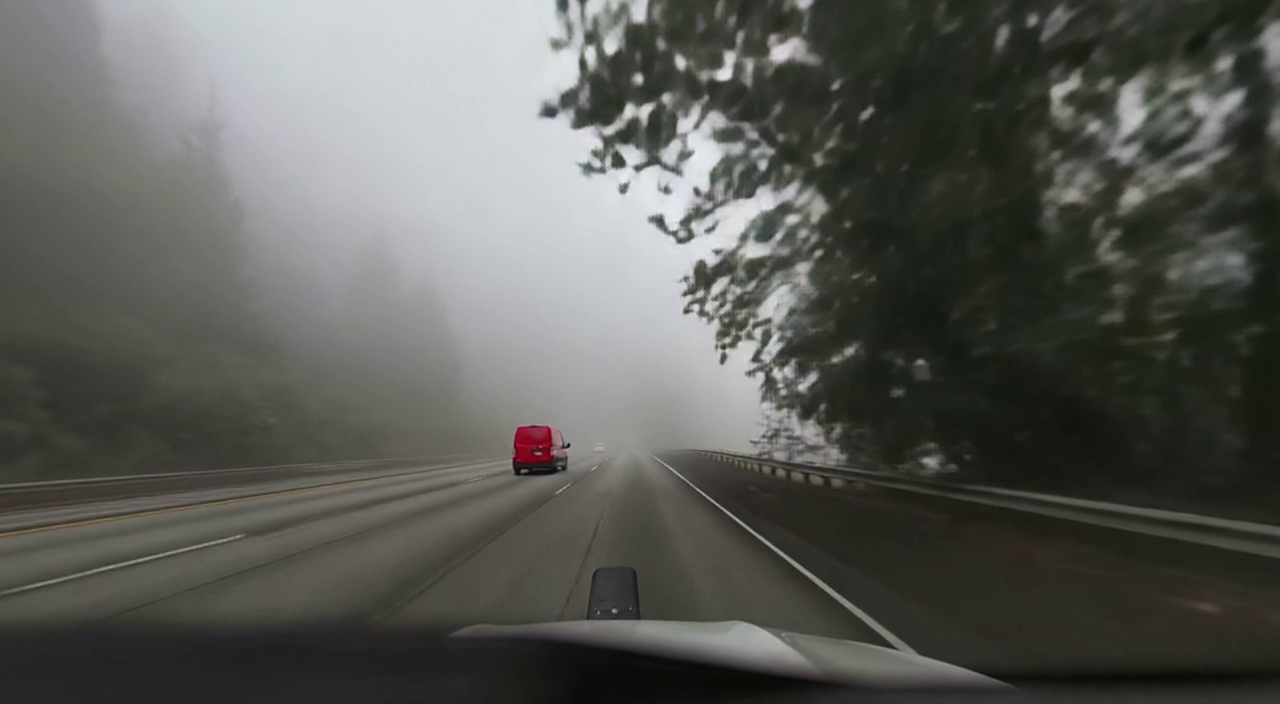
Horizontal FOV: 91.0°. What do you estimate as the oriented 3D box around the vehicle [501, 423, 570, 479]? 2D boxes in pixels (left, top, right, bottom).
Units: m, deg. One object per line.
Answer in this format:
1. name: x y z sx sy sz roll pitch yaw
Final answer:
1. vehicle: -4.094 3.956 25.442 1.976 2.029 4.737 -1 -8 0
